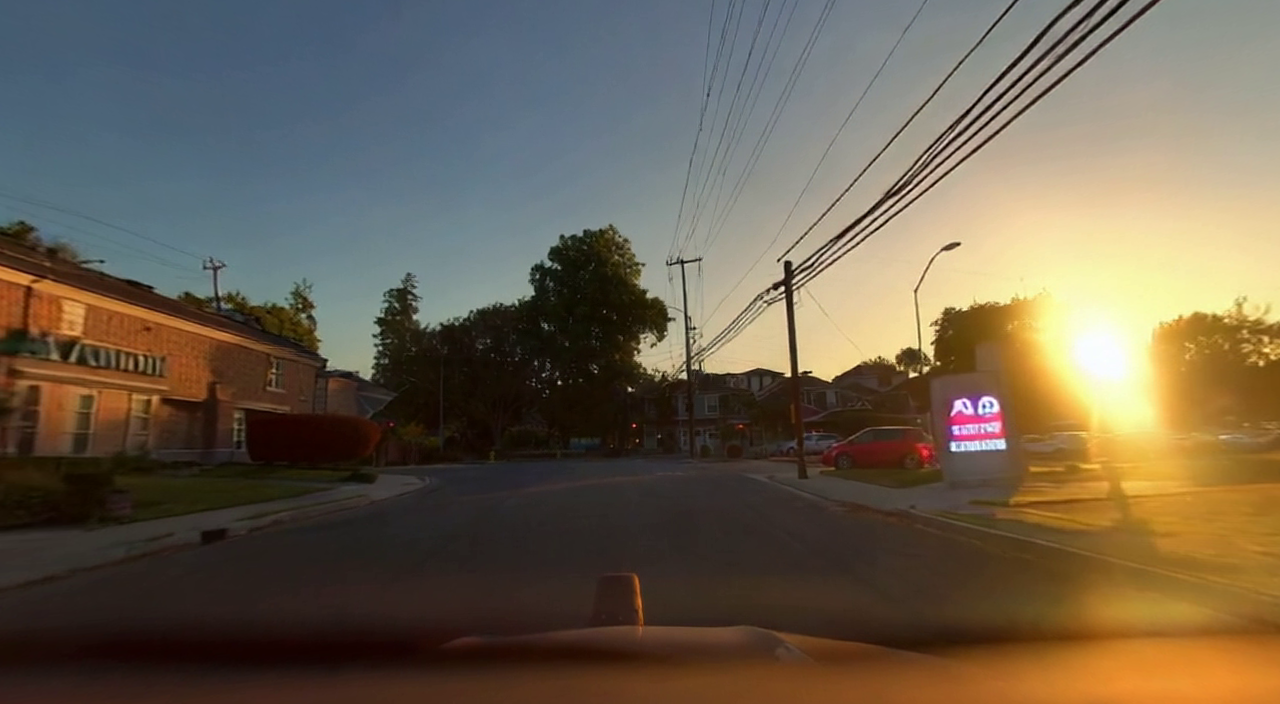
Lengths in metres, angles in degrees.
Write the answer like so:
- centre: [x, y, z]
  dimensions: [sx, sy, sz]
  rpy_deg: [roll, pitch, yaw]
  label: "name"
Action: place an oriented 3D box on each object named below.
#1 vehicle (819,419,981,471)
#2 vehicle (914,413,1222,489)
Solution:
- centre: [10.477, 3.804, 25.754]
  dimensions: [5.593, 1.993, 2.233]
  rpy_deg: [0, -8, 1]
  label: "vehicle"
- centre: [10.430, 2.470, 15.774]
  dimensions: [6.000, 1.740, 2.356]
  rpy_deg: [0, -8, -1]
  label: "vehicle"
